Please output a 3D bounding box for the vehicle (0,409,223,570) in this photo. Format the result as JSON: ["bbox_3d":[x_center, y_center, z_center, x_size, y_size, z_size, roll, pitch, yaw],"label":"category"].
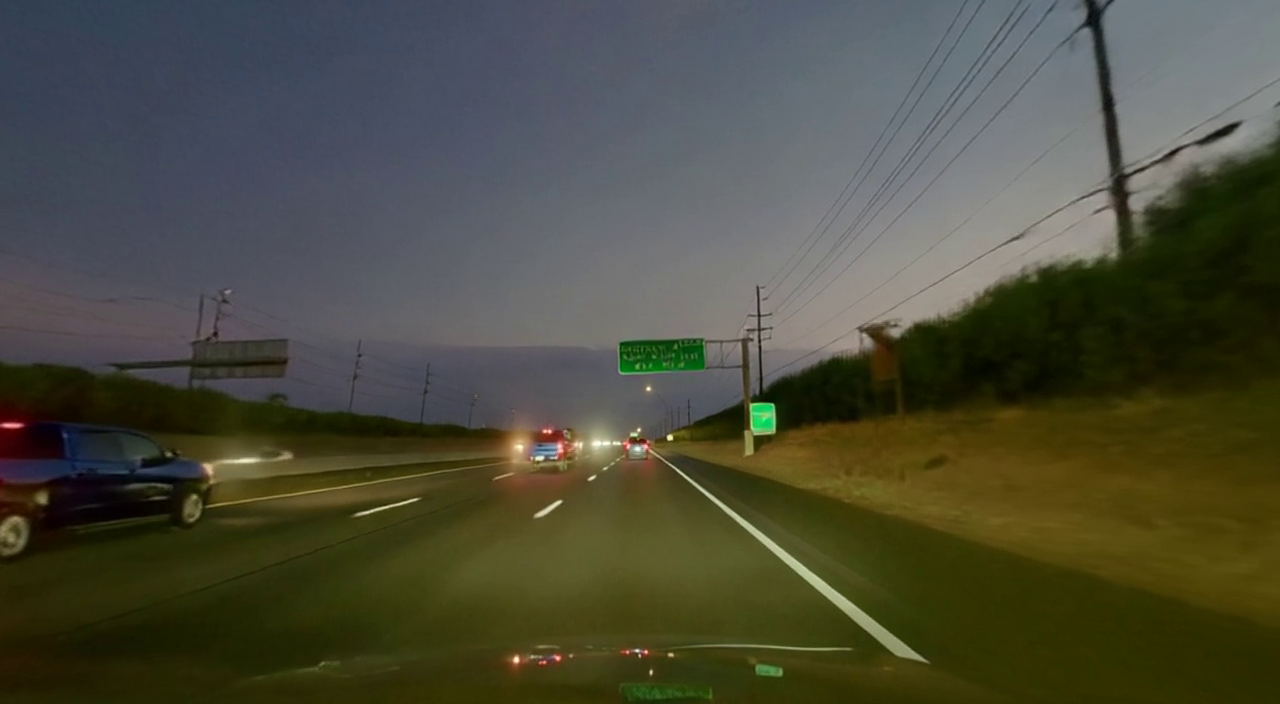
[{"bbox_3d":[-7.502,1.562,7.530,2.013,1.609,4.446,0,-8,0],"label":"vehicle"}]

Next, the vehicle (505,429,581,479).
[{"bbox_3d":[-3.747,4.067,25.446,2.204,1.812,5.289,0,-8,0],"label":"vehicle"}]

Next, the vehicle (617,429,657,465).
[{"bbox_3d":[-0.195,6.096,40.561,2.358,2.144,4.713,0,-8,0],"label":"vehicle"}]

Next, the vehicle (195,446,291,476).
[{"bbox_3d":[-21.105,5.783,33.852,1.985,1.469,4.807,0,-8,0],"label":"vehicle"}]
